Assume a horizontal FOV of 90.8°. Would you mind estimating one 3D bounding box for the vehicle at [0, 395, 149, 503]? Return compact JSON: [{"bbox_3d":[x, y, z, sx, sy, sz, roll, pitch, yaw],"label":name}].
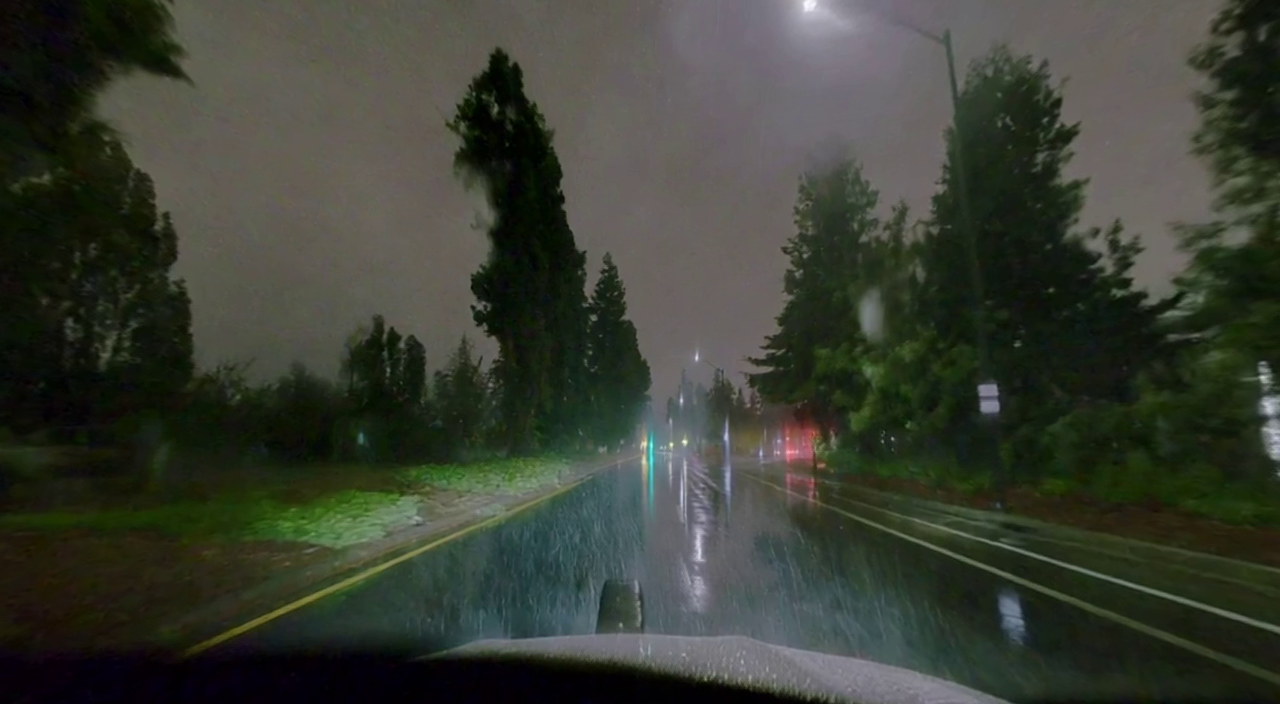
[{"bbox_3d":[-17.860,3.008,19.696,2.622,2.983,3.006,-3,-8,-2],"label":"vehicle"}]
